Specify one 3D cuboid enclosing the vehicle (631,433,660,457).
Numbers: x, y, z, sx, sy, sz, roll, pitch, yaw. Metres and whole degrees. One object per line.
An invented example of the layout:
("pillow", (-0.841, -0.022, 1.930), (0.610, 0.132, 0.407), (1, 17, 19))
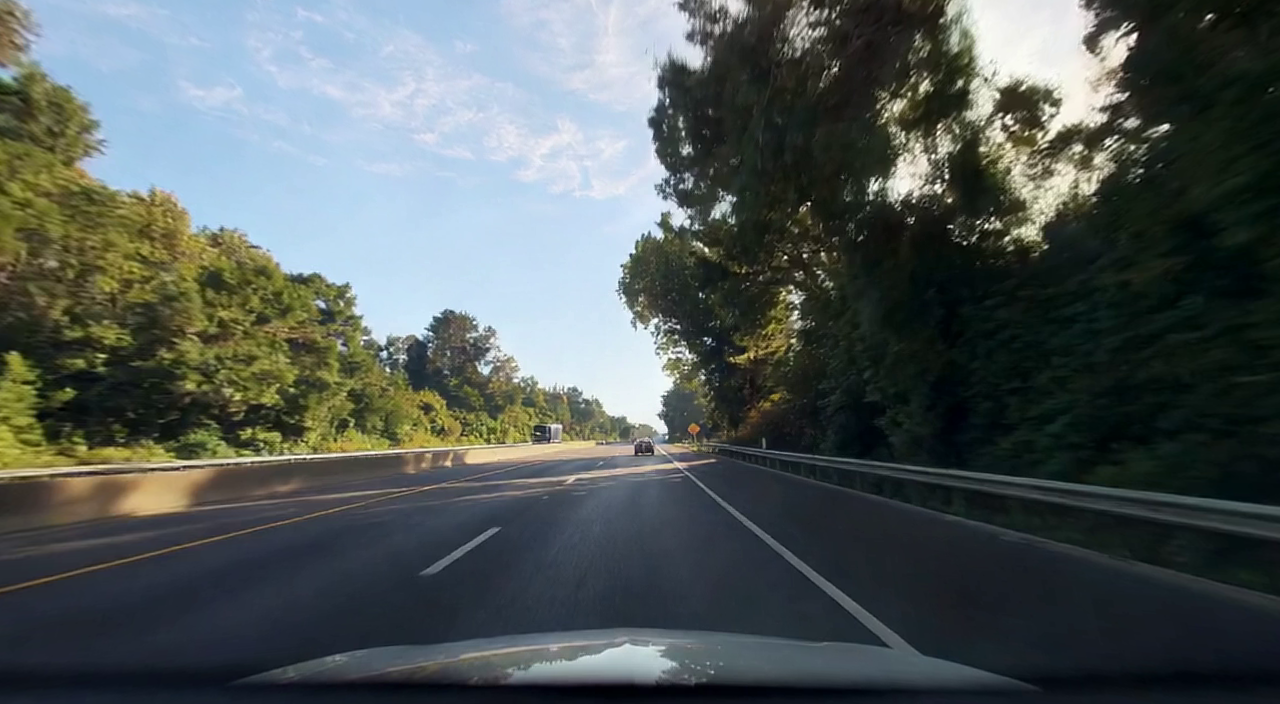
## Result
("vehicle", (0.414, 6.877, 46.710), (2.058, 1.649, 3.942), (0, -8, 0))
